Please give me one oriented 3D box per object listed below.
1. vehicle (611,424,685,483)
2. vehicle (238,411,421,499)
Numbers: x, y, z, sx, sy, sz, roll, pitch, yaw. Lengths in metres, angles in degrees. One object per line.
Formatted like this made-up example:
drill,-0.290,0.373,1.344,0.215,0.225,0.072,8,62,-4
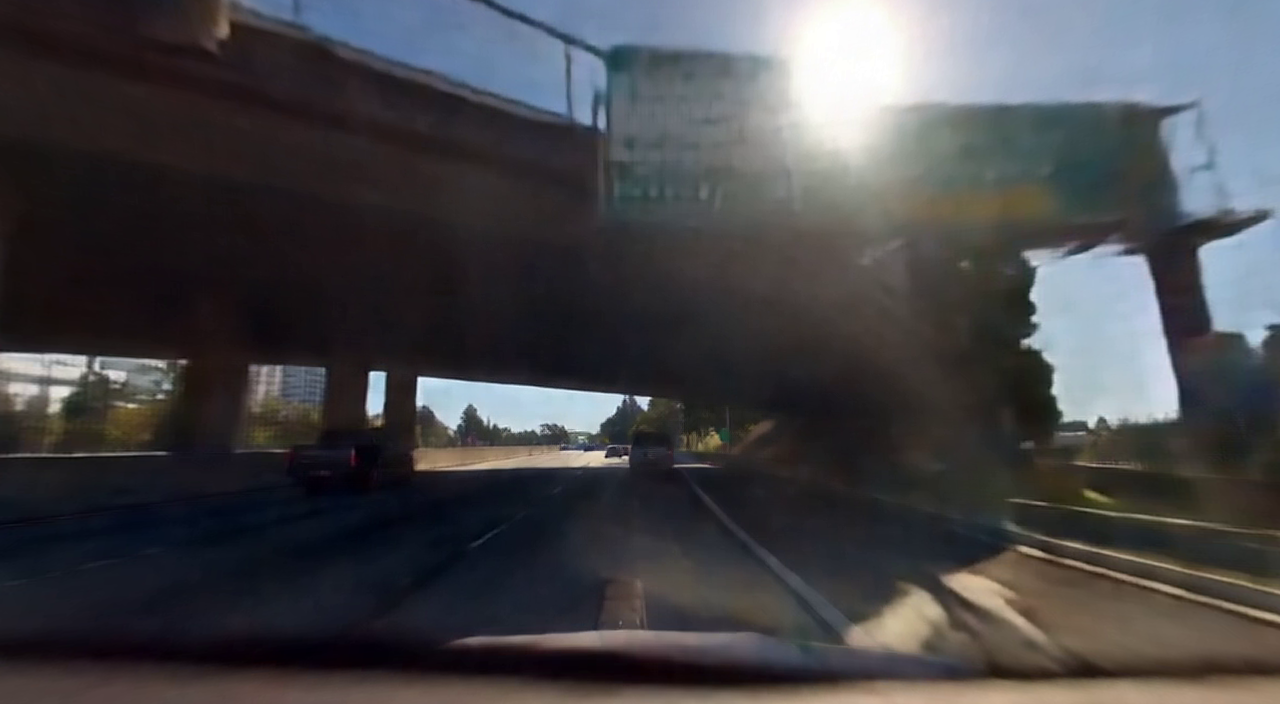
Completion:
vehicle,0.332,3.846,24.075,2.497,1.957,5.432,0,-9,1
vehicle,-7.877,2.706,16.805,2.289,1.955,5.147,0,-9,-1
